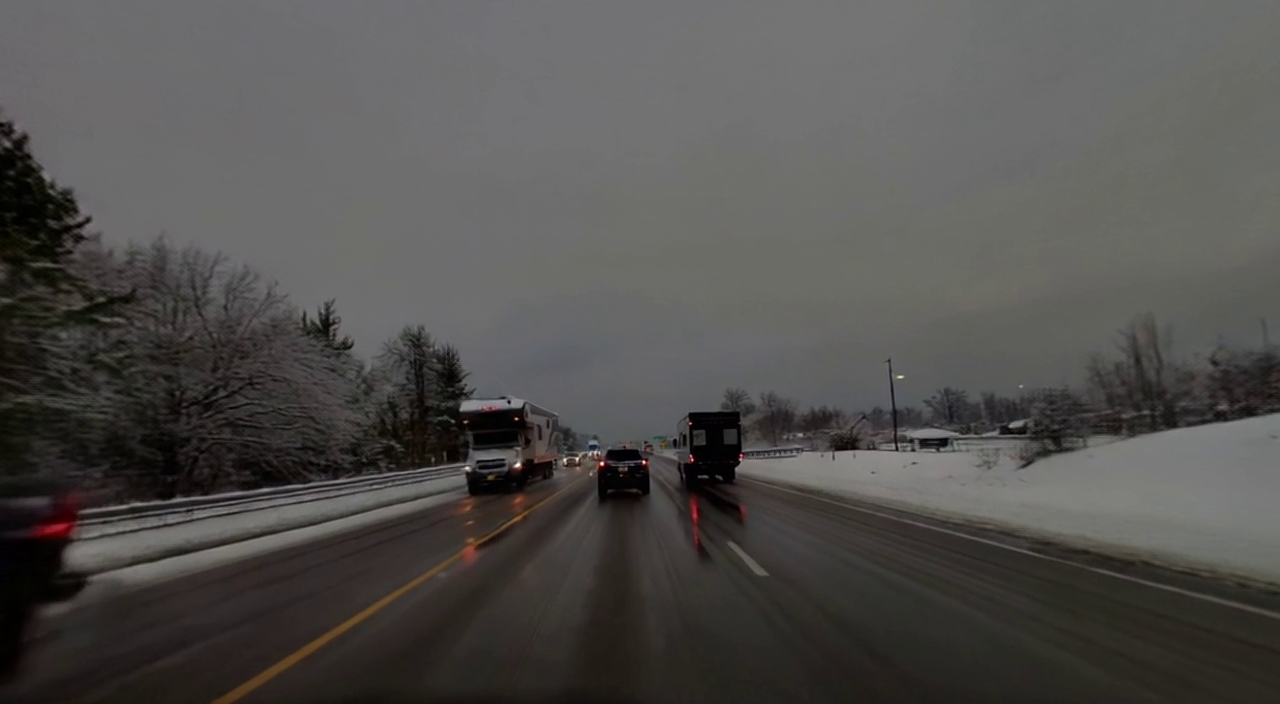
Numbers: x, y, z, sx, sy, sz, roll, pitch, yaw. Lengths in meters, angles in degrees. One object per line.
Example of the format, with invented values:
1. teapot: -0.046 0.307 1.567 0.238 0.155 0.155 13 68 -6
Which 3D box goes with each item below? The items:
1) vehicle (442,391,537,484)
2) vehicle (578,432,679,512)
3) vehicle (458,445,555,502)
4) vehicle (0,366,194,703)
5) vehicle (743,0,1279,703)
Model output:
1. vehicle: -6.923 4.113 30.057 3.008 3.987 5.871 0 -9 0
2. vehicle: -0.280 2.928 15.856 2.201 1.719 4.058 0 -9 -1
3. vehicle: -3.825 3.544 18.799 1.980 1.499 3.944 0 -9 1
4. vehicle: -3.970 0.800 2.015 2.074 1.717 4.089 0 -9 -1
5. vehicle: 2.897 -0.668 0.293 2.934 4.123 15.785 0 -9 0
